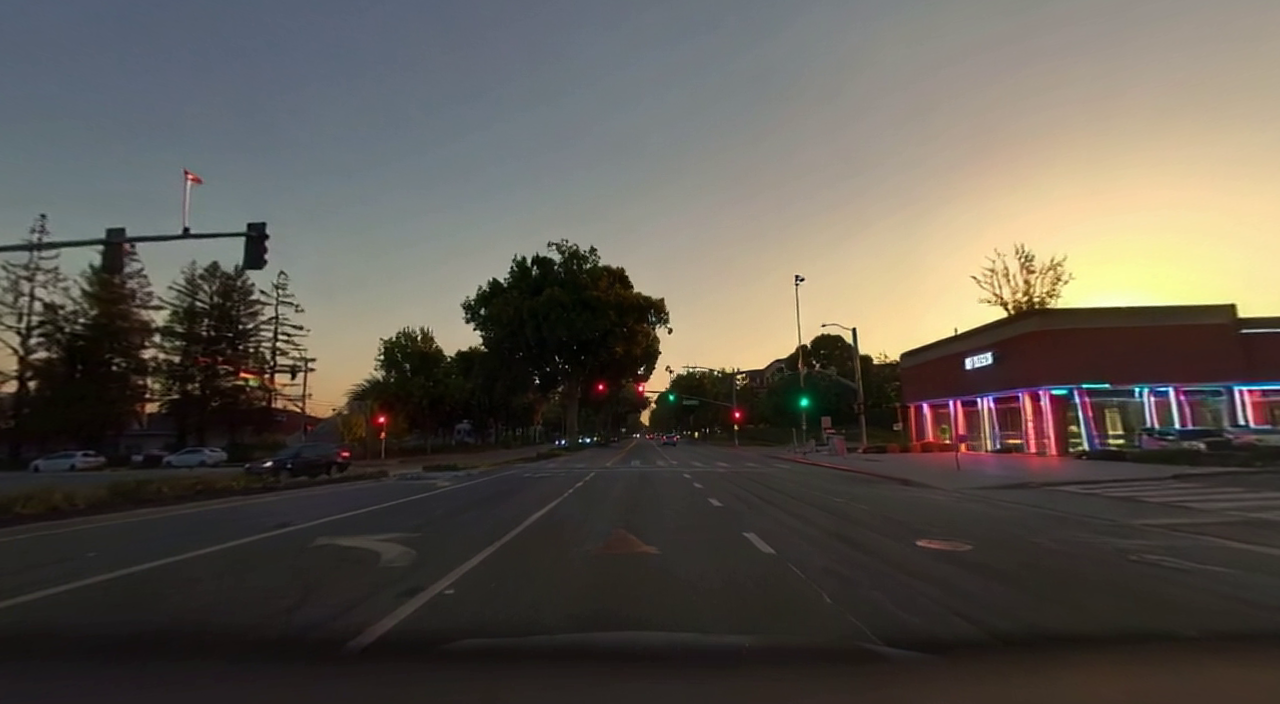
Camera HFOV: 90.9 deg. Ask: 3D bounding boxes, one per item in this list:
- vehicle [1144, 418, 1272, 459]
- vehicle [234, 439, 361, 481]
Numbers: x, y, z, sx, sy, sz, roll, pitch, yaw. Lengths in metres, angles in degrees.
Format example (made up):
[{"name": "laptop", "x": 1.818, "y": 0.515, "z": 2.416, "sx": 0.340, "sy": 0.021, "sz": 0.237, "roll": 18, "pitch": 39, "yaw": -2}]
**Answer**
[{"name": "vehicle", "x": 22.305, "y": 3.414, "z": 24.736, "sx": 4.694, "sy": 1.481, "sz": 1.884, "roll": 4, "pitch": -9, "yaw": -25}, {"name": "vehicle", "x": -16.657, "y": 5.238, "z": 30.885, "sx": 2.162, "sy": 1.863, "sz": 4.938, "roll": -8, "pitch": -12, "yaw": 43}]
